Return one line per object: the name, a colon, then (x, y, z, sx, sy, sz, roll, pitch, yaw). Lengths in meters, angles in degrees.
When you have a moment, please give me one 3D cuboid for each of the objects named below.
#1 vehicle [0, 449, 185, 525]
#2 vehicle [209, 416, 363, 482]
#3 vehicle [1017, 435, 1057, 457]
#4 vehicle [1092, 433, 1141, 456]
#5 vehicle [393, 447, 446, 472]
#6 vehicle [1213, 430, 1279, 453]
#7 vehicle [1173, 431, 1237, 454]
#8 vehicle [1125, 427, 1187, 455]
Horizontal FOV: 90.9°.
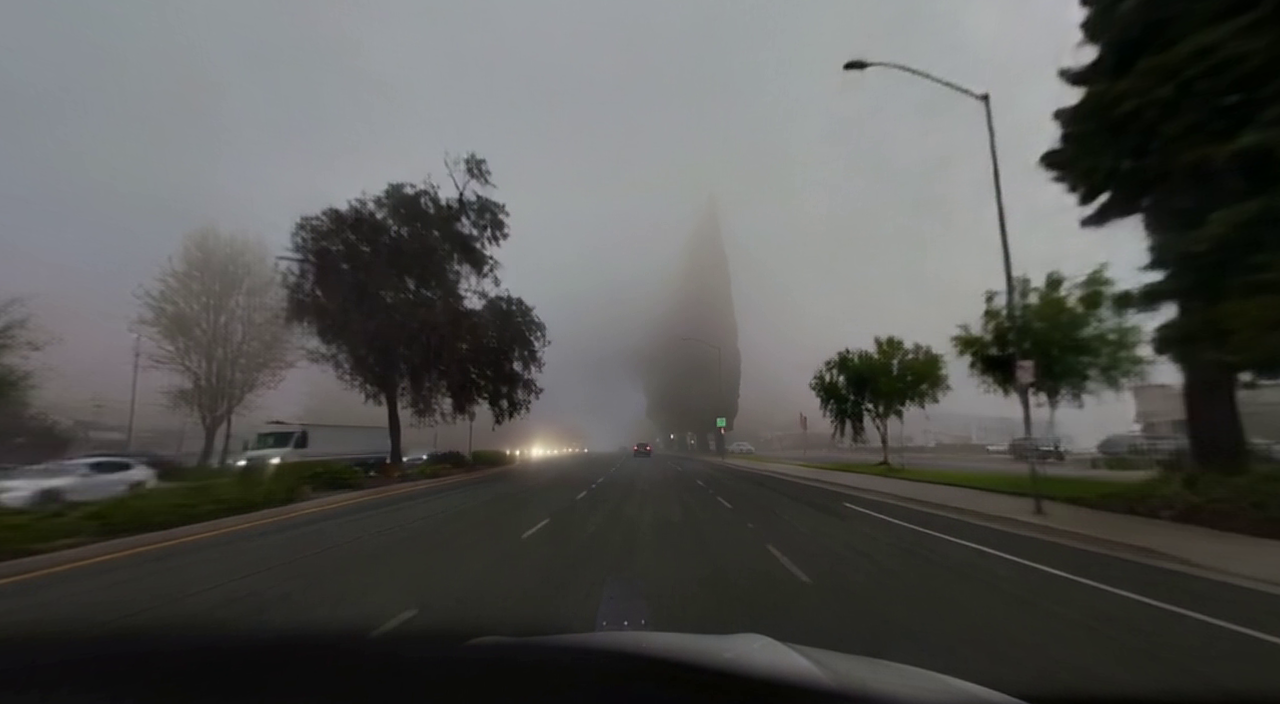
vehicle: (-13.827, 3.148, 15.374, 1.914, 1.496, 4.742, 0, -8, 0)
vehicle: (-20.965, 5.900, 38.594, 3.141, 3.464, 11.209, 0, -8, -1)
vehicle: (27.143, 6.433, 43.192, 2.002, 1.460, 4.533, -5, -9, 29)
vehicle: (32.803, 6.373, 43.485, 1.826, 1.478, 4.336, -4, -9, 26)
vehicle: (-14.119, 6.892, 40.615, 1.830, 1.474, 4.623, 0, -8, -2)
vehicle: (41.725, 6.202, 43.414, 1.895, 1.496, 3.889, -3, -9, 20)
vehicle: (38.211, 6.152, 42.739, 1.894, 1.462, 4.345, -4, -9, 24)
vehicle: (35.690, 6.191, 43.719, 2.129, 1.846, 4.542, -4, -9, 24)
